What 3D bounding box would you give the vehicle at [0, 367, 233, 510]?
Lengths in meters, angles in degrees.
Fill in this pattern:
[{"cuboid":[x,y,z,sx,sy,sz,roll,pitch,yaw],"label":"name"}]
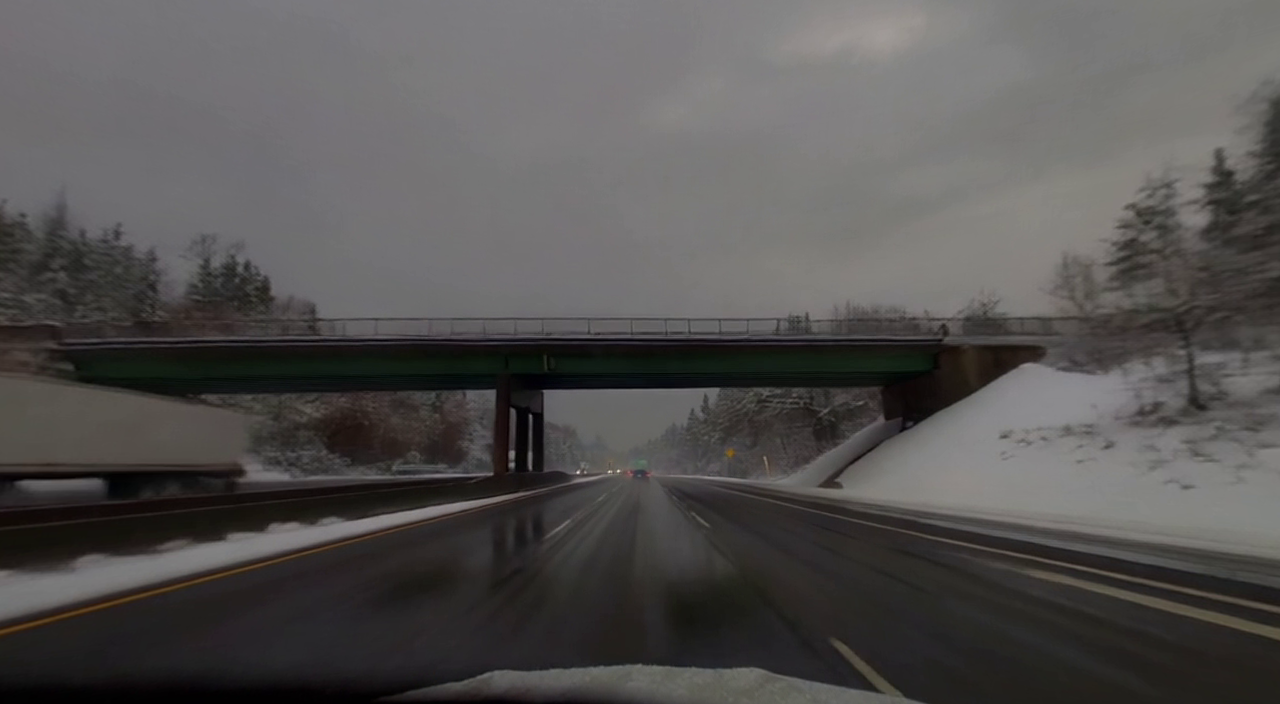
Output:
[{"cuboid":[-19.736,3.101,21.332,2.893,4.010,13.120,1,-11,0],"label":"vehicle"}]
